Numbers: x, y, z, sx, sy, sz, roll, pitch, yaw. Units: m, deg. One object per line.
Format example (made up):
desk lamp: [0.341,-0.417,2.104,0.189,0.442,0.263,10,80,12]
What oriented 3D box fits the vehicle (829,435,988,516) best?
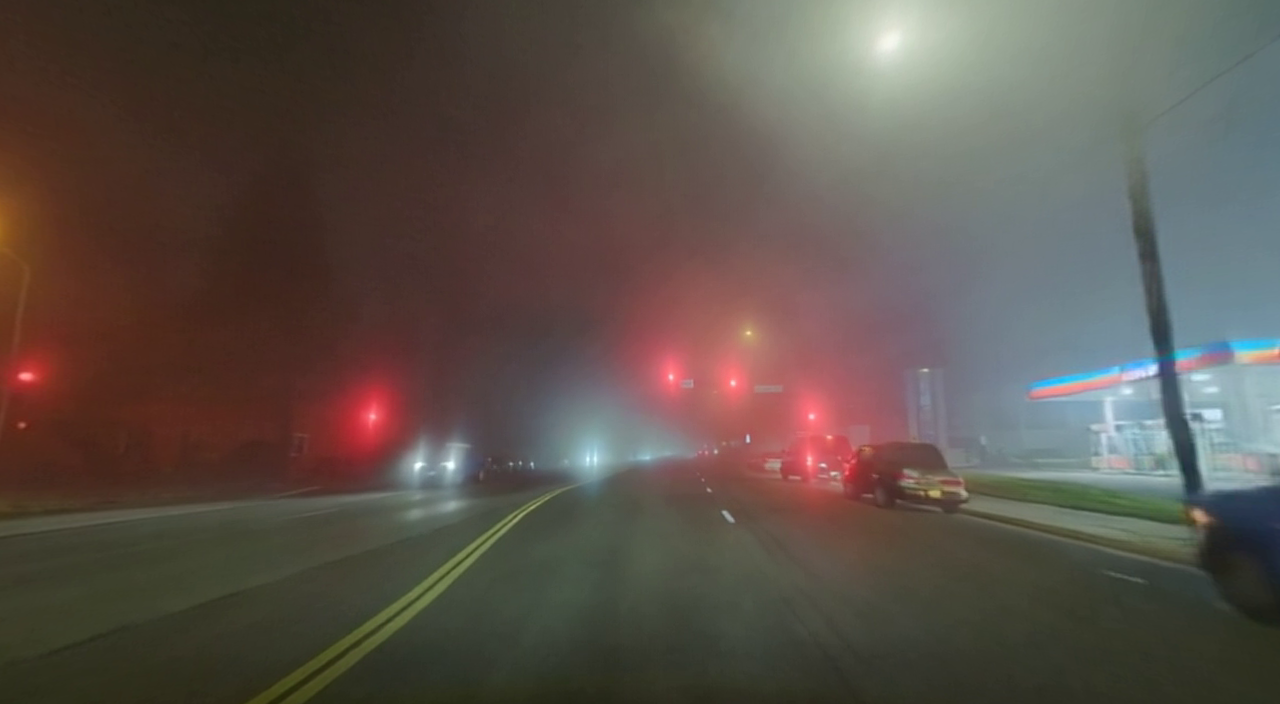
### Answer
vehicle: [6.615,3.076,16.334,1.995,1.720,5.067,0,-9,2]

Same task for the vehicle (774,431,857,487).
vehicle: [7.310,4.541,27.070,2.181,2.103,6.044,-1,-9,4]

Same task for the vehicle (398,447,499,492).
vehicle: [-7.502,4.634,25.322,2.007,1.606,4.764,-1,-9,8]

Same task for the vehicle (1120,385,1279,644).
vehicle: [5.755,1.052,3.680,2.194,1.896,5.049,-1,-9,5]

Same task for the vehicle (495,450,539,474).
vehicle: [-8.851,7.957,45.847,1.954,1.652,4.440,-1,-9,5]
